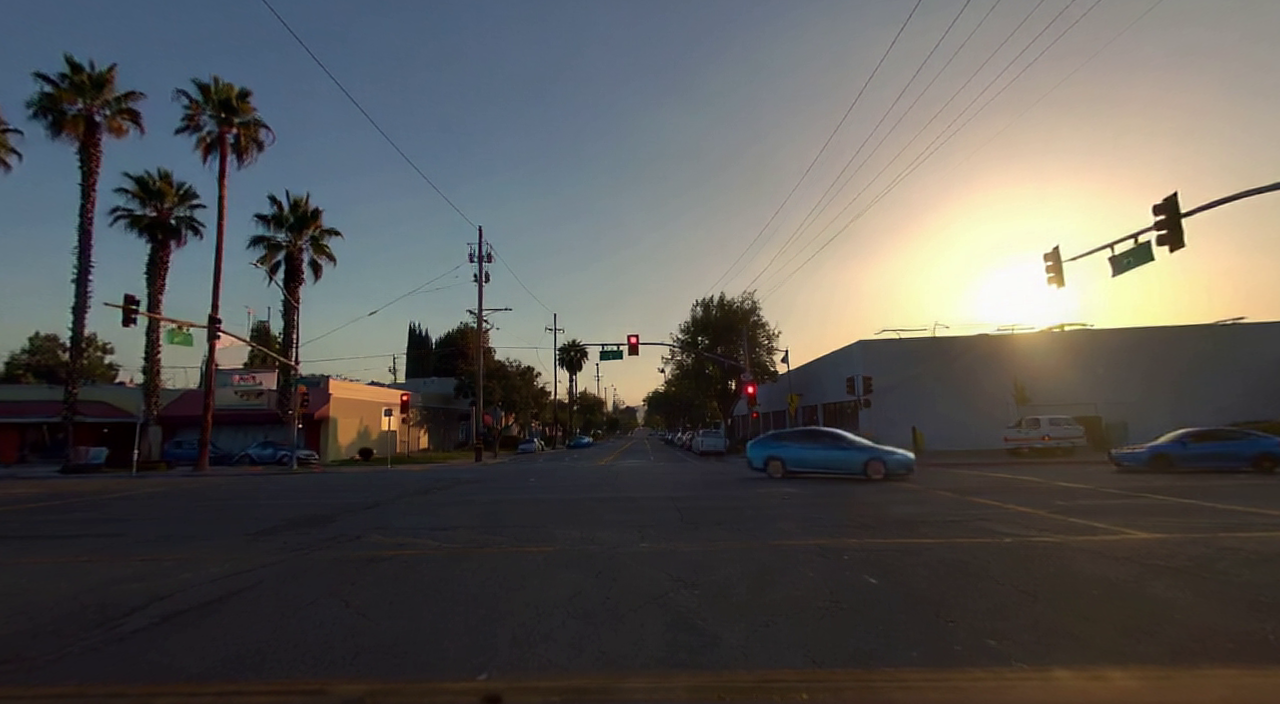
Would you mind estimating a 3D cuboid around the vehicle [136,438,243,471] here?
[{"bbox_3d":[-25.920,5.926,36.458,4.613,1.820,2.021,-1,-9,3],"label":"vehicle"}]

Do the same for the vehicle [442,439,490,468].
[{"bbox_3d":[-11.968,6.998,43.777,2.016,1.717,4.287,0,-6,1],"label":"vehicle"}]

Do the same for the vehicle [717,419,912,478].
[{"bbox_3d":[4.974,2.848,18.675,2.223,1.490,5.094,8,-12,-43],"label":"vehicle"}]

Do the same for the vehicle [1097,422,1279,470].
[{"bbox_3d":[18.247,3.077,20.642,4.918,1.479,1.897,-1,-9,9],"label":"vehicle"}]

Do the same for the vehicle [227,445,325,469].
[{"bbox_3d":[-22.310,6.429,38.852,4.849,1.444,1.881,0,-8,1],"label":"vehicle"}]
